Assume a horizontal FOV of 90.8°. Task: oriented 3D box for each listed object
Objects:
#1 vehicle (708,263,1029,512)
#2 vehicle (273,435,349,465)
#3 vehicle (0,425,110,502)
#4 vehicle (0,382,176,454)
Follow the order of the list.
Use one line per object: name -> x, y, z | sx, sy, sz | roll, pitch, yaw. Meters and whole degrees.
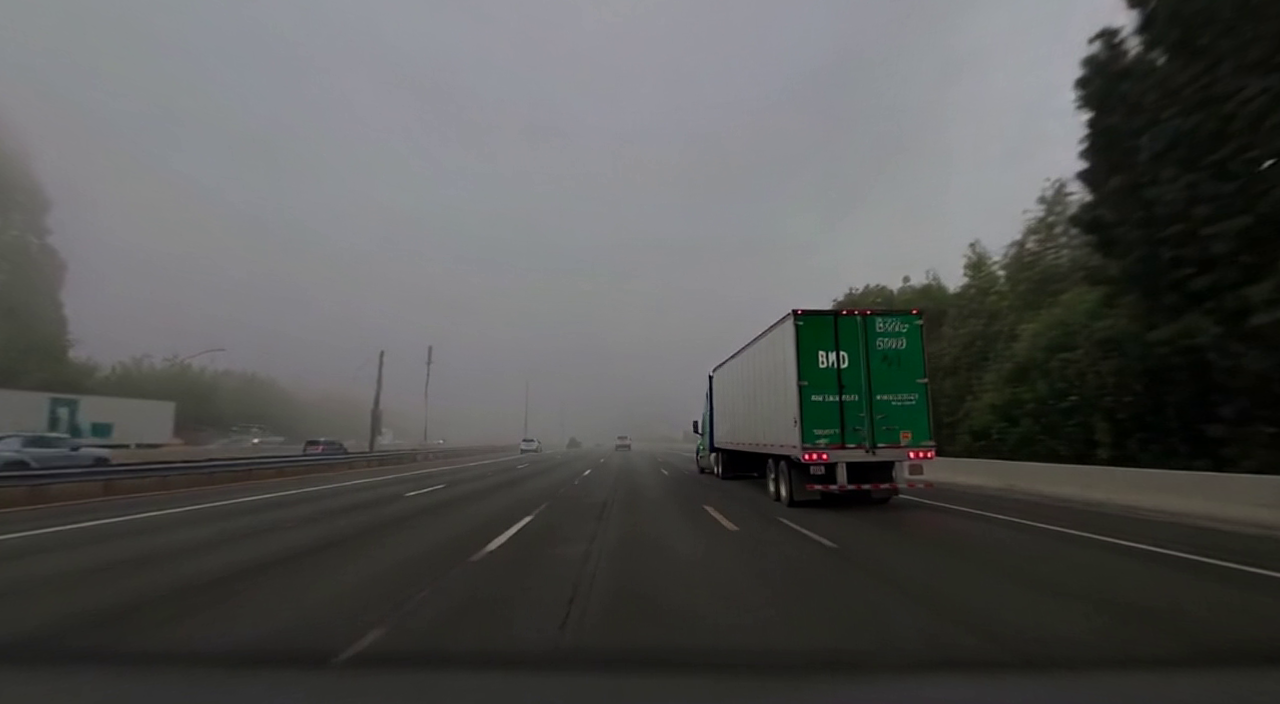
vehicle -> 4.357, 1.609, 17.442 | 2.891, 3.944, 15.051 | 0, -8, -2
vehicle -> -18.437, 5.514, 35.660 | 1.913, 1.540, 4.540 | 0, -8, -1
vehicle -> -14.720, 2.400, 13.578 | 1.970, 1.618, 5.364 | 0, -8, 0
vehicle -> -38.659, 4.700, 42.474 | 2.924, 4.077, 16.538 | 0, -8, -2
